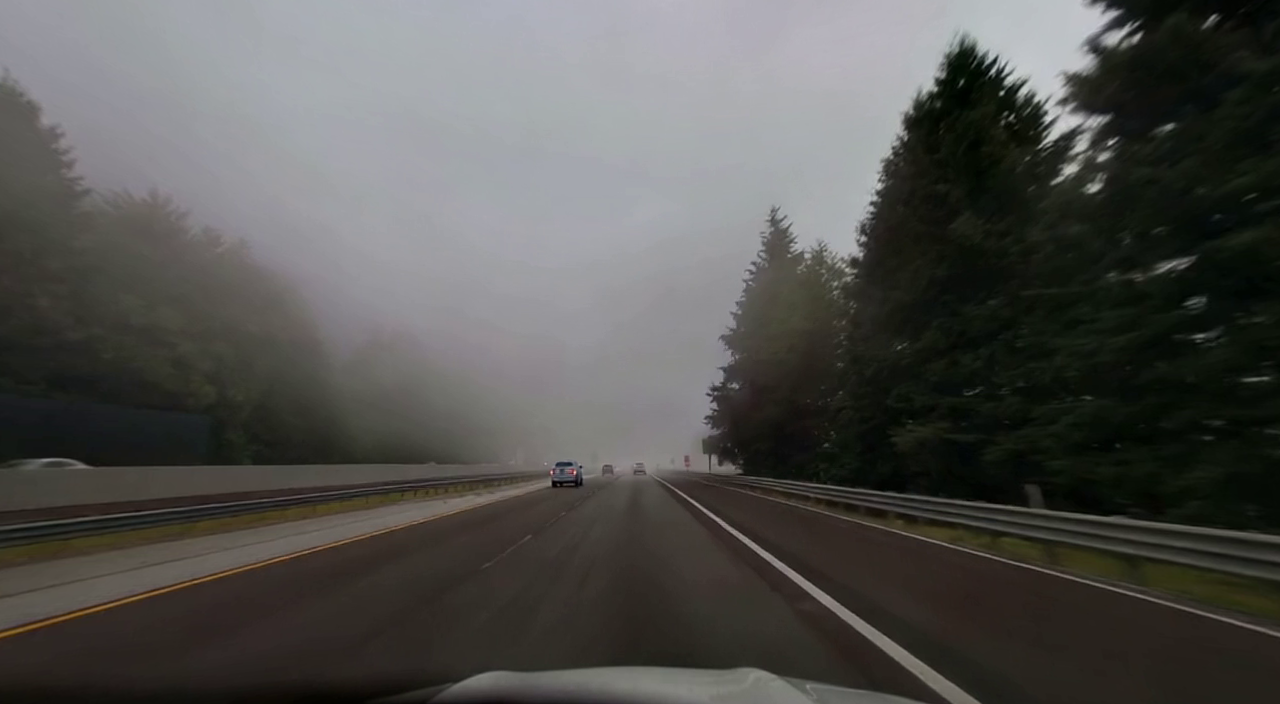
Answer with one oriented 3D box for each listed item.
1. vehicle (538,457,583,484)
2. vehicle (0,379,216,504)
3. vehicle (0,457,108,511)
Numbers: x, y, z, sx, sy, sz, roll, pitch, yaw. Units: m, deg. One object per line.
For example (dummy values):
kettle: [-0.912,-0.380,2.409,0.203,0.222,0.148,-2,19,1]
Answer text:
vehicle: [-5.150,7.768,41.323,2.175,1.658,4.582,0,-10,2]
vehicle: [-22.964,3.637,24.705,2.862,4.117,14.145,1,-10,0]
vehicle: [-18.849,3.979,19.251,1.857,1.503,3.716,1,-10,0]
